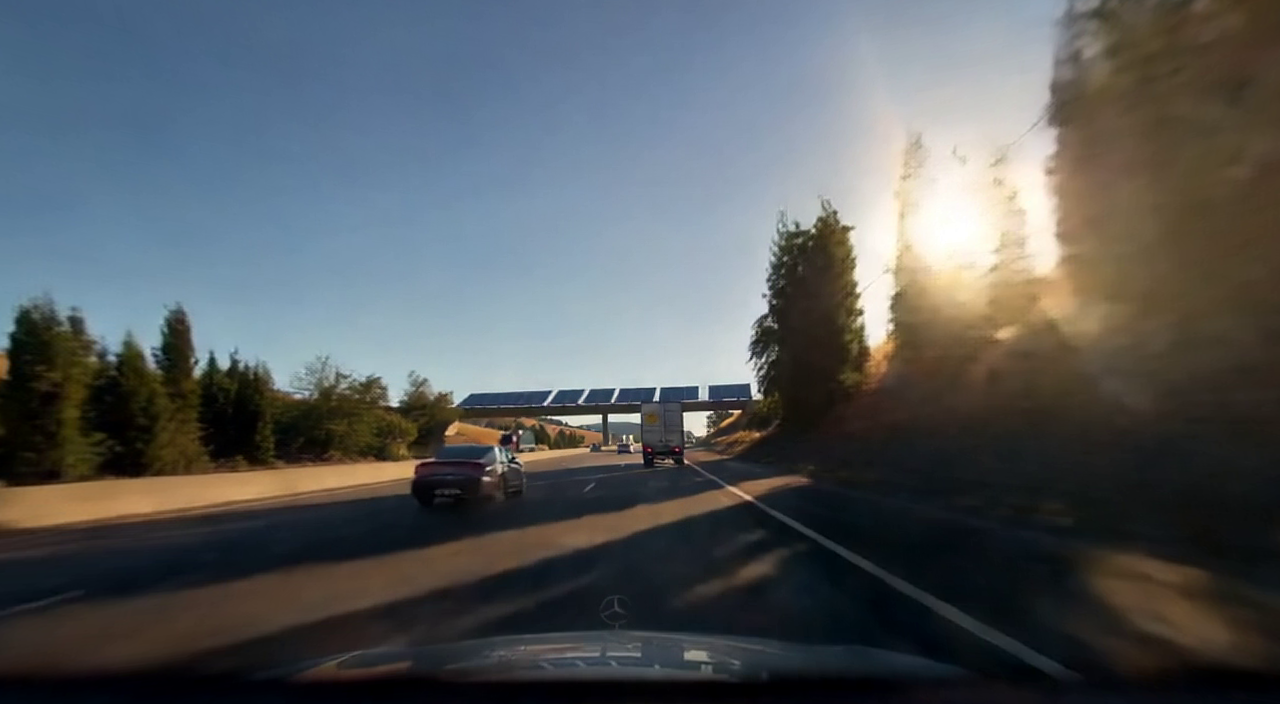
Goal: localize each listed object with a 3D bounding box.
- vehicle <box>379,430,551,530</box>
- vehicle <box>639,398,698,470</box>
[{"bbox_3d":[-3.117,2.358,12.262,2.066,1.581,4.268,0,-8,1],"label":"vehicle"},{"bbox_3d":[1.541,4.895,37.152,2.967,3.633,10.015,-1,-8,1],"label":"vehicle"}]
